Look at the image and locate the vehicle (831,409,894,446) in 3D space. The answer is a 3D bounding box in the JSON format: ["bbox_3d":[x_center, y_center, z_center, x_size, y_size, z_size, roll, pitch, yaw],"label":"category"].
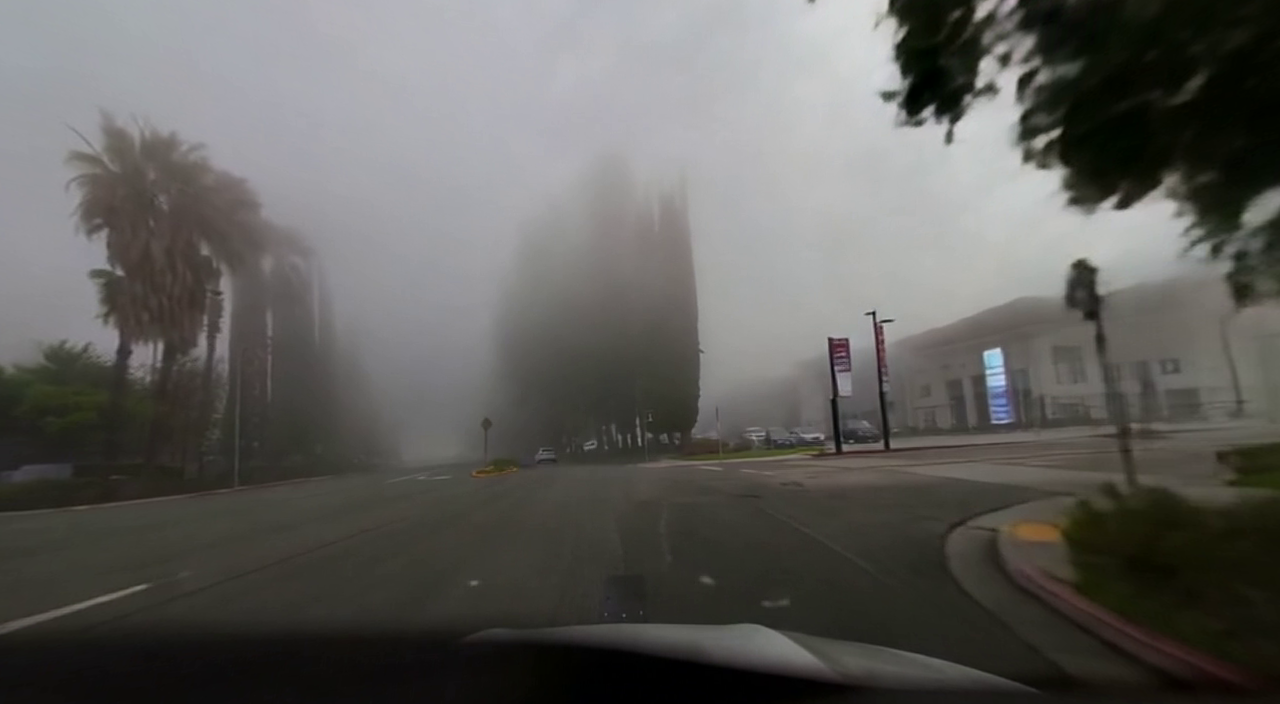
[{"bbox_3d":[14.412,4.986,40.964,2.237,1.962,5.424,-8,-8,3],"label":"vehicle"}]

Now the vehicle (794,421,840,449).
[{"bbox_3d":[11.474,5.447,41.039,2.065,1.687,4.584,-1,-8,5],"label":"vehicle"}]

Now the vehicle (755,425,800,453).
[{"bbox_3d":[8.884,5.691,41.012,2.196,1.715,4.918,-1,-8,5],"label":"vehicle"}]
